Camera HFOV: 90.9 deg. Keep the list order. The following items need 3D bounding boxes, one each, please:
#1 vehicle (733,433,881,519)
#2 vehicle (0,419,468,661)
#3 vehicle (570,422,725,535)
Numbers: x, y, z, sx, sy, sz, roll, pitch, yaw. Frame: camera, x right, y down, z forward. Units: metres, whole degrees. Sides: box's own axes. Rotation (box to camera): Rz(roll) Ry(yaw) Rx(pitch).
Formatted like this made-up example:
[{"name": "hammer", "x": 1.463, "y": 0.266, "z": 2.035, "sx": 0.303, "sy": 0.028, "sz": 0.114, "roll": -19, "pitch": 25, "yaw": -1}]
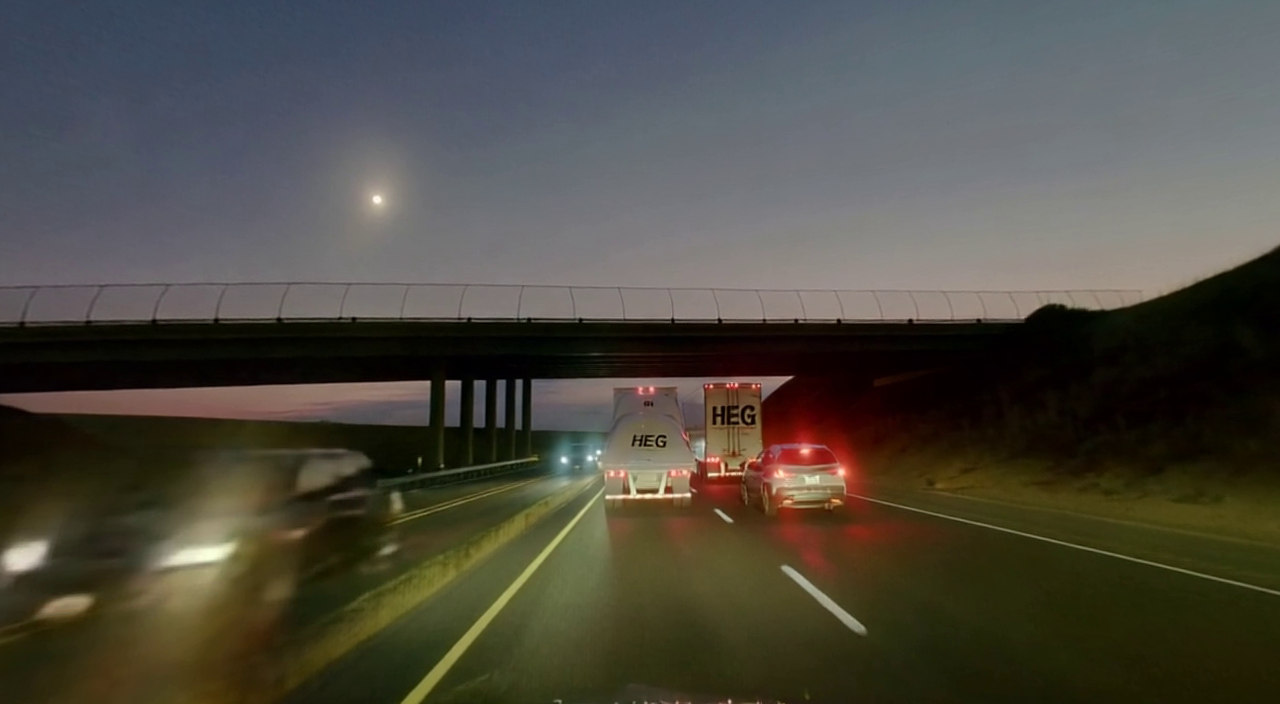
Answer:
[{"name": "vehicle", "x": 3.270, "y": 2.525, "z": 13.268, "sx": 1.972, "sy": 1.505, "sz": 3.946, "roll": -1, "pitch": -9, "yaw": -1}, {"name": "vehicle", "x": -3.380, "y": 1.556, "z": 6.251, "sx": 2.096, "sy": 1.531, "sz": 4.210, "roll": -1, "pitch": -9, "yaw": 1}, {"name": "vehicle", "x": 0.140, "y": 2.181, "z": 11.315, "sx": 2.256, "sy": 1.615, "sz": 4.114, "roll": -1, "pitch": -9, "yaw": 1}]
